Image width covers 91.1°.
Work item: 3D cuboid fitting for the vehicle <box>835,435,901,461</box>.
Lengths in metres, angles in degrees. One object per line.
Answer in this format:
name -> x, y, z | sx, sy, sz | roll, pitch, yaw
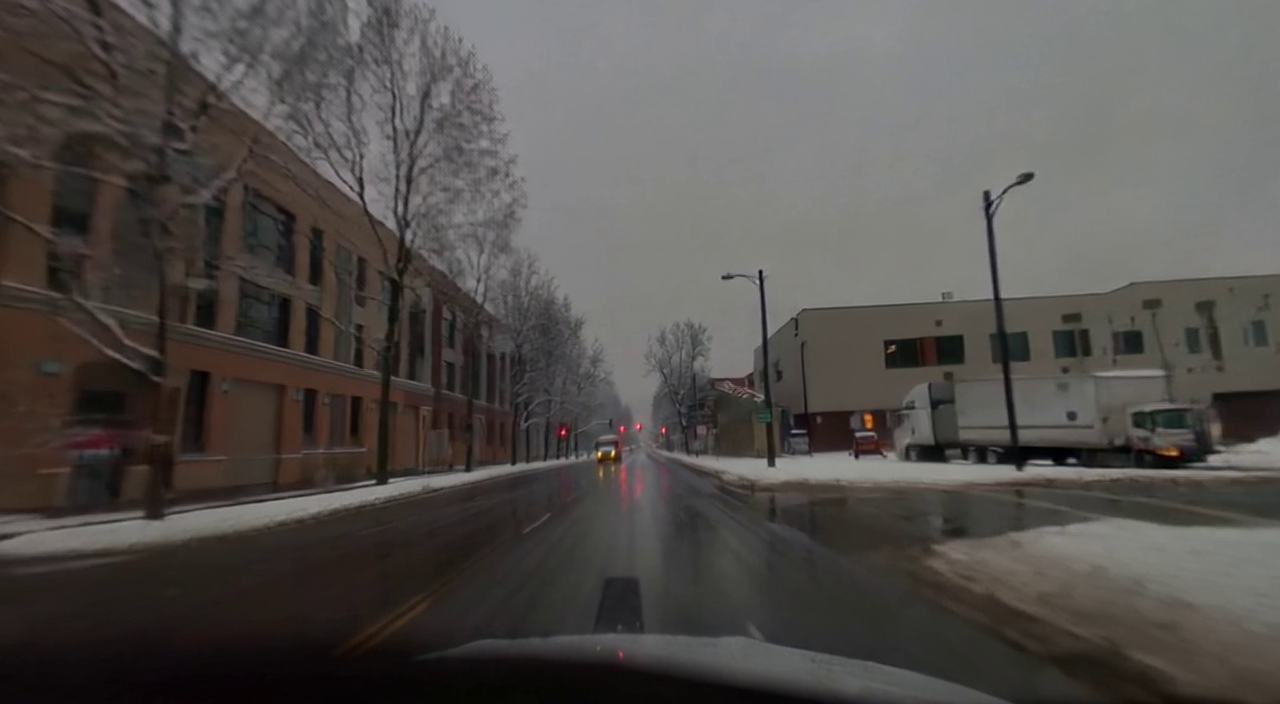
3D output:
vehicle -> 15.043, 6.338, 41.603 | 3.627, 1.567, 1.774 | -2, -8, 2
